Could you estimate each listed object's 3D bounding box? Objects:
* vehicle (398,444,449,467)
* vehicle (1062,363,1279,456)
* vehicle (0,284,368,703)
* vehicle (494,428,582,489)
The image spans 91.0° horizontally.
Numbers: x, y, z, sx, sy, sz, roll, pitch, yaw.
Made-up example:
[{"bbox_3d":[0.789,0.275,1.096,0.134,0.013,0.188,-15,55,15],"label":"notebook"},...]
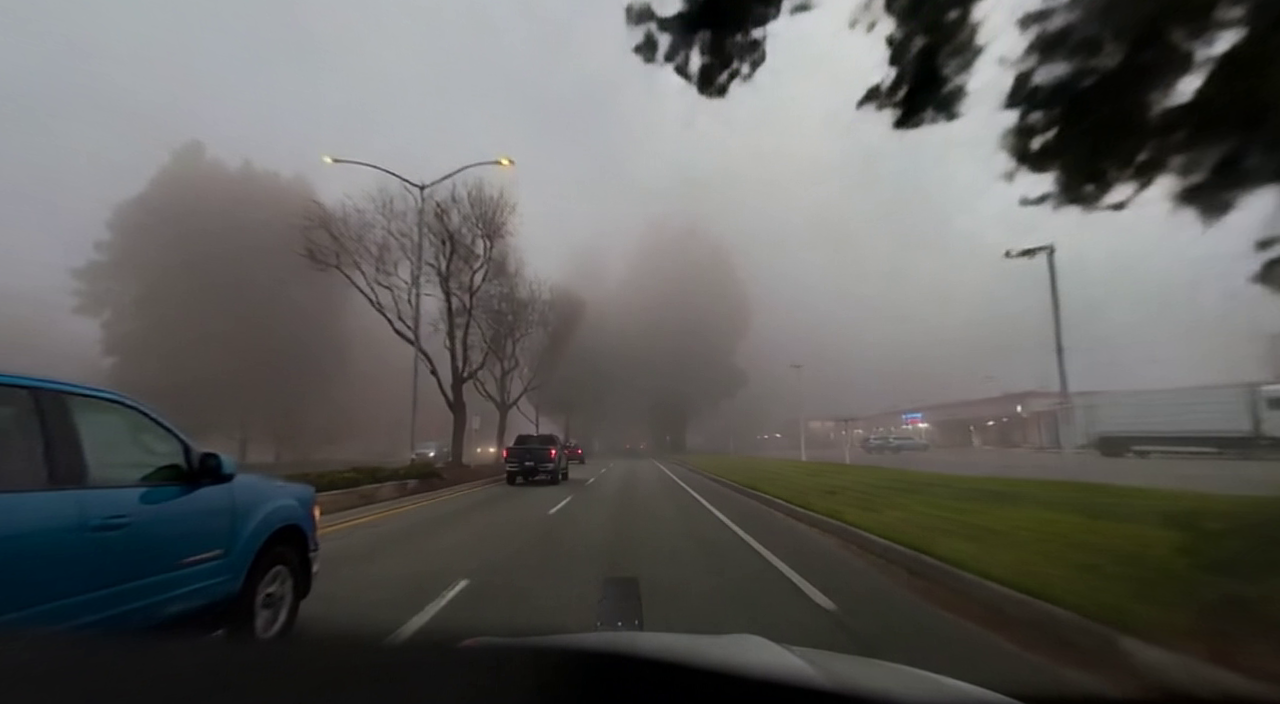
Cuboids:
[{"bbox_3d":[-14.928,7.127,43.658,2.047,1.489,4.216,0,-8,1],"label":"vehicle"},{"bbox_3d":[26.085,2.940,29.308,2.948,3.576,13.937,1,-8,-2],"label":"vehicle"},{"bbox_3d":[-3.207,0.693,2.049,2.277,1.801,5.250,0,-8,0],"label":"vehicle"},{"bbox_3d":[-3.281,3.576,21.510,2.065,1.790,5.417,0,-8,1],"label":"vehicle"}]
